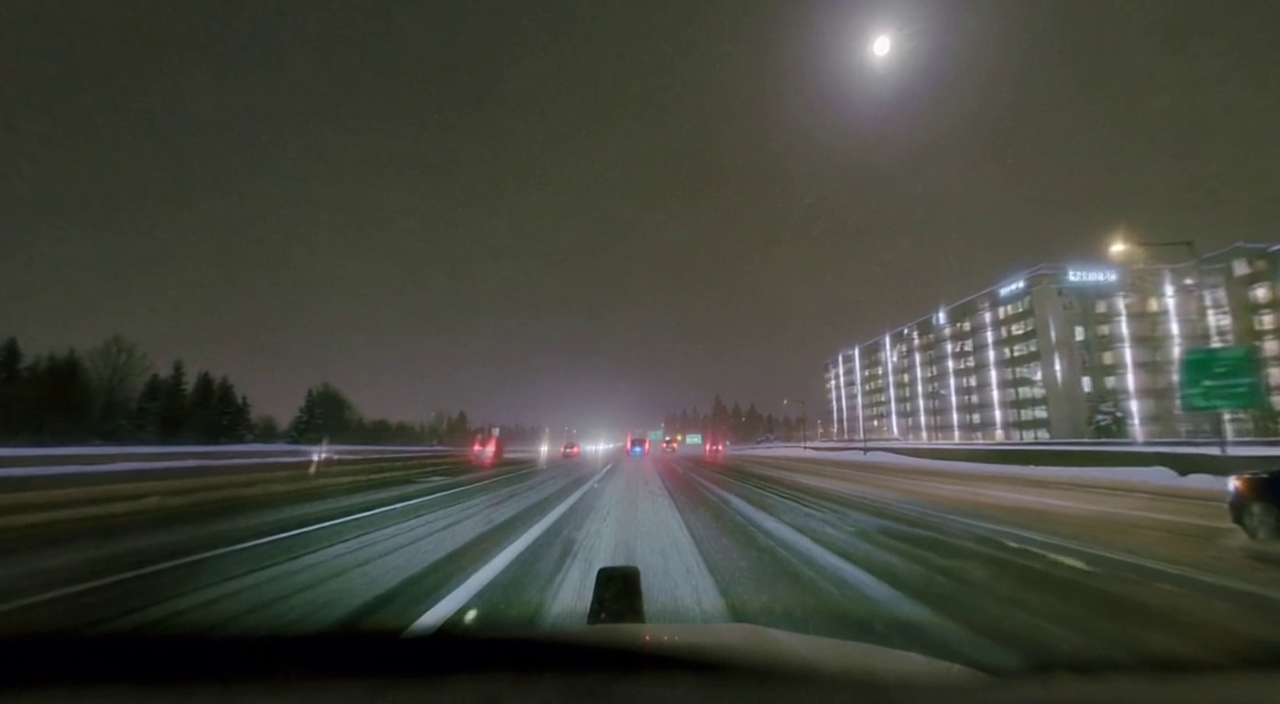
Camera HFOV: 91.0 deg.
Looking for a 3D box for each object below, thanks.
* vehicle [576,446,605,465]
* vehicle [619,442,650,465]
[{"bbox_3d":[-3.670,7.693,47.069,1.825,1.347,3.773,0,-8,0],"label":"vehicle"},{"bbox_3d":[-0.349,7.039,43.920,2.036,1.542,3.891,0,-8,0],"label":"vehicle"}]
